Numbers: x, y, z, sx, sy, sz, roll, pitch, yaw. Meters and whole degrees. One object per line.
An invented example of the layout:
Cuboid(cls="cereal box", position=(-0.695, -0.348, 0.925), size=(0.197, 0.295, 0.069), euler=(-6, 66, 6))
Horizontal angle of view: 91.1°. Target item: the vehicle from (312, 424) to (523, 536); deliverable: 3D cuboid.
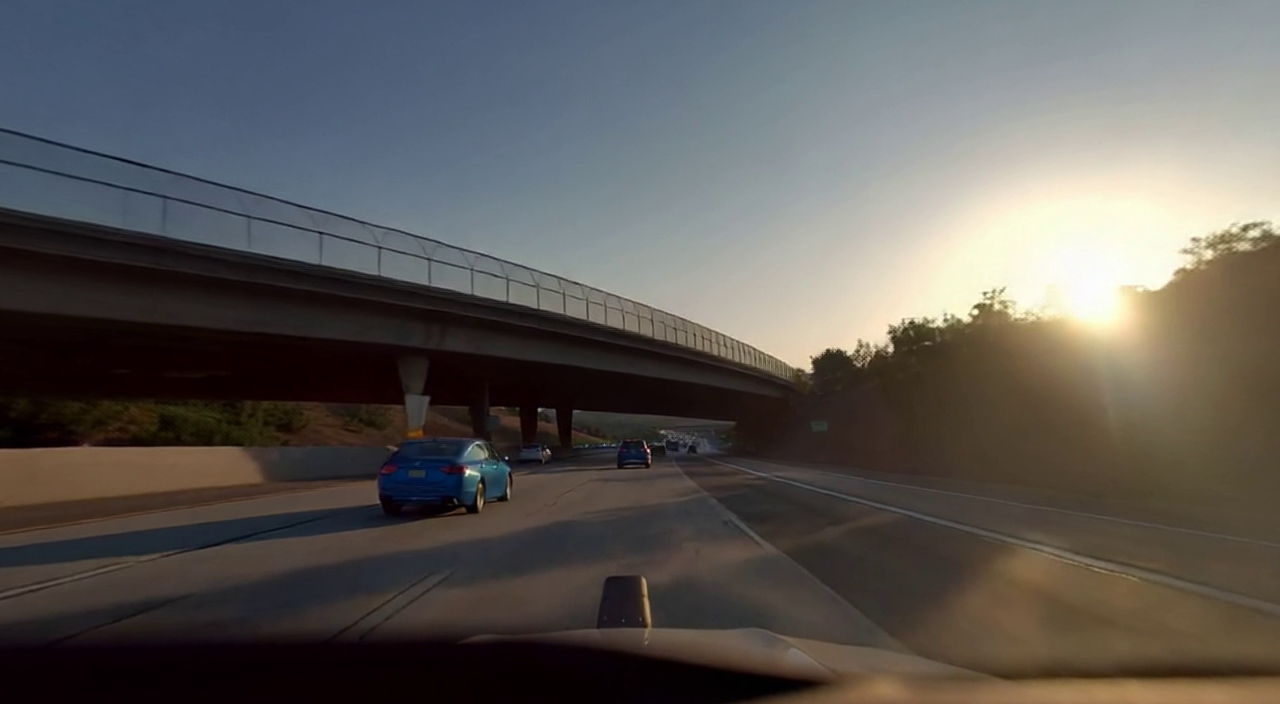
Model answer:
Cuboid(cls="vehicle", position=(-3.682, 2.213, 11.495), size=(2.124, 1.607, 4.531), euler=(0, -9, 1))

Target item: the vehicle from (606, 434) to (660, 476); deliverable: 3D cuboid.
Cuboid(cls="vehicle", position=(-0.241, 4.476, 27.518), size=(2.155, 1.690, 4.318), euler=(0, -9, 1))
